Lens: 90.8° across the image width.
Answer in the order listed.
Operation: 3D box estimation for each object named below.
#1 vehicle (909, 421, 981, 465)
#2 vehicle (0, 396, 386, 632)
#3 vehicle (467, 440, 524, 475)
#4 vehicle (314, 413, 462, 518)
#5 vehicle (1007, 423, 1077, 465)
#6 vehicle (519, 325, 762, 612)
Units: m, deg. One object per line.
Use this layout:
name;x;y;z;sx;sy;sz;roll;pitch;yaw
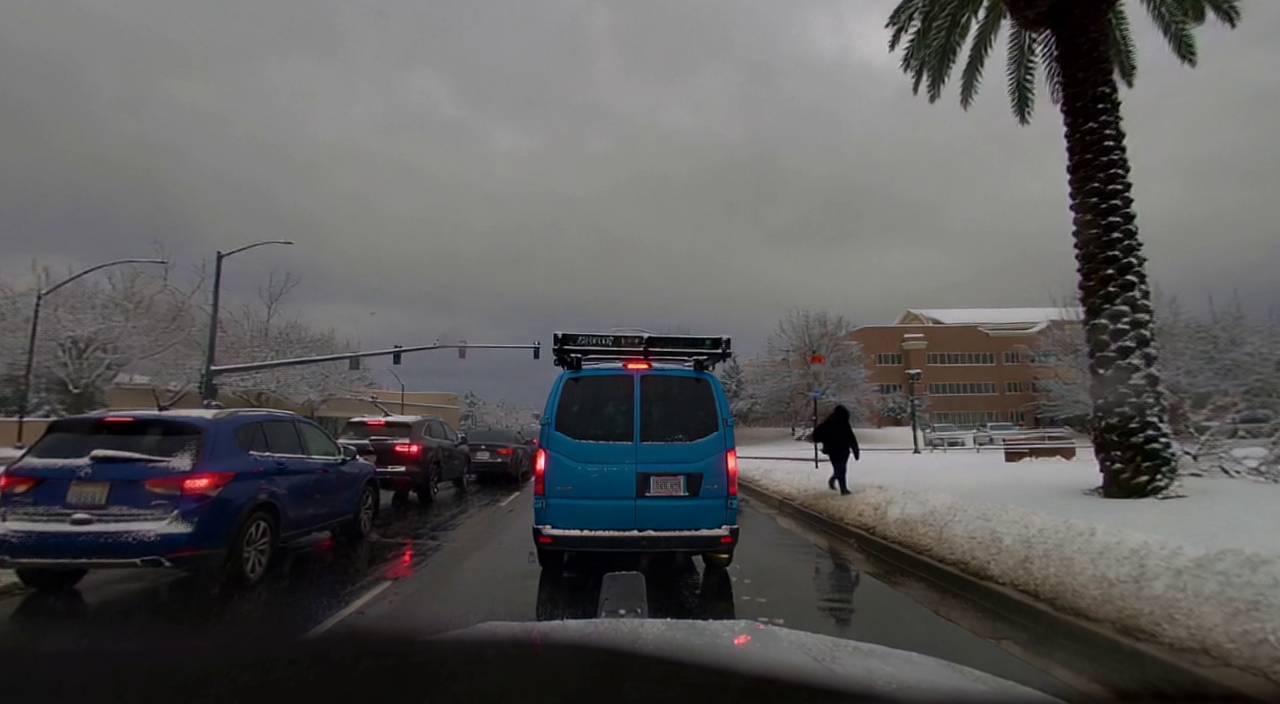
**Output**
vehicle;12.637;3.762;26.044;2.046;1.675;3.924;-6;-10;33
vehicle;-4.390;1.465;6.666;1.986;1.643;4.315;1;-9;-6
vehicle;-6.844;4.891;29.577;1.818;1.479;4.428;4;-9;-22
vehicle;-5.216;2.411;13.890;2.089;1.854;5.022;2;-9;-11
vehicle;15.790;3.617;24.721;2.048;1.475;3.972;-6;-10;34
vehicle;-0.199;1.216;7.186;1.902;2.238;4.263;1;-9;-6
